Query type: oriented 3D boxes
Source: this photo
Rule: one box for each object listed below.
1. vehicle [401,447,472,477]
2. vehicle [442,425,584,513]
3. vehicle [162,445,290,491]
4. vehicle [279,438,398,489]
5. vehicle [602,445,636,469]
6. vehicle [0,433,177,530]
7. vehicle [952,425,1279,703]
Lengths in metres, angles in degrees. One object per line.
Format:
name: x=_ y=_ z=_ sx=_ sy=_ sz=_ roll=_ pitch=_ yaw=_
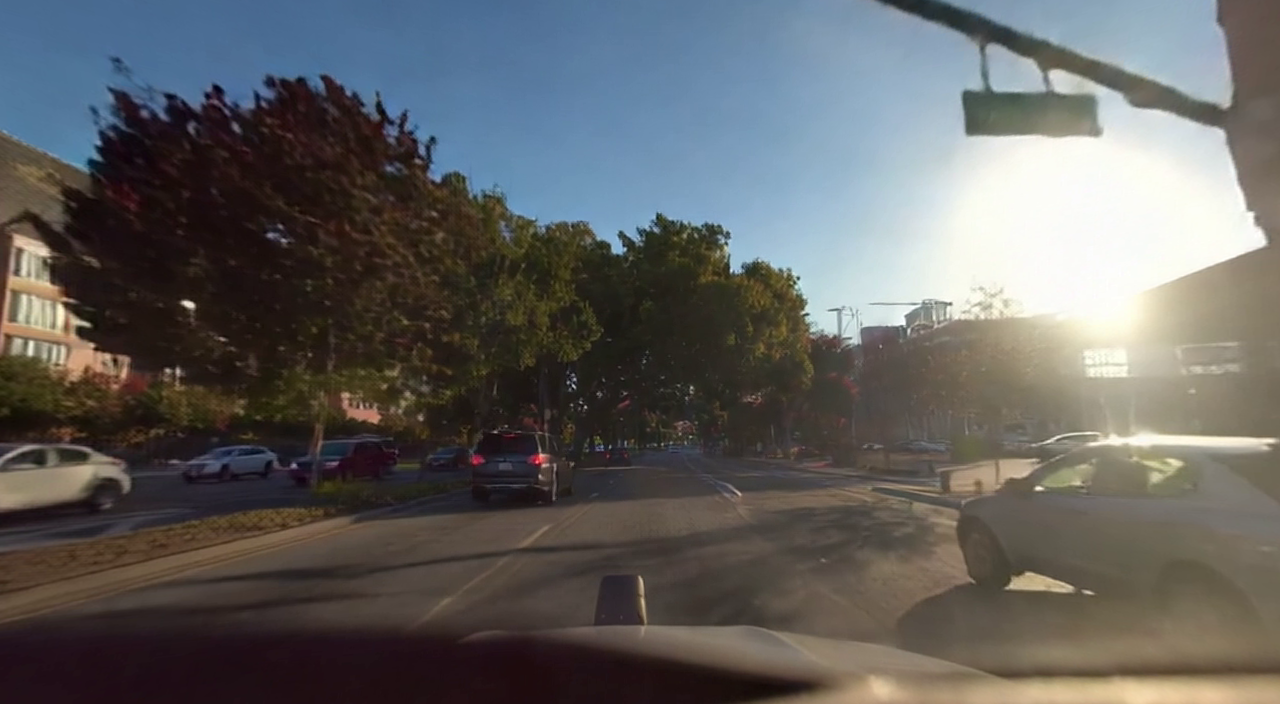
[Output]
vehicle: x=-10.728 y=5.822 z=33.745 sx=1.960 sy=1.451 sz=4.870 roll=-1 pitch=-9 yaw=3
vehicle: x=-2.912 y=2.839 z=15.864 sx=2.305 sy=1.833 sz=4.912 roll=-1 pitch=-9 yaw=3
vehicle: x=-15.101 y=4.216 z=23.385 sx=1.871 sy=1.515 sz=4.229 roll=0 pitch=-9 yaw=0
vehicle: x=-11.249 y=4.185 z=24.055 sx=2.016 sy=1.710 sz=4.734 roll=-1 pitch=-9 yaw=2
vehicle: x=-1.392 y=7.314 z=44.258 sx=1.976 sy=1.571 sz=4.649 roll=-1 pitch=-9 yaw=3
vehicle: x=-11.841 y=2.415 z=12.131 sx=2.150 sy=1.627 sz=4.737 roll=-1 pitch=-9 yaw=3
vehicle: x=4.221 y=1.281 z=4.314 sx=1.960 sy=1.471 sz=4.378 roll=0 pitch=-9 yaw=1
